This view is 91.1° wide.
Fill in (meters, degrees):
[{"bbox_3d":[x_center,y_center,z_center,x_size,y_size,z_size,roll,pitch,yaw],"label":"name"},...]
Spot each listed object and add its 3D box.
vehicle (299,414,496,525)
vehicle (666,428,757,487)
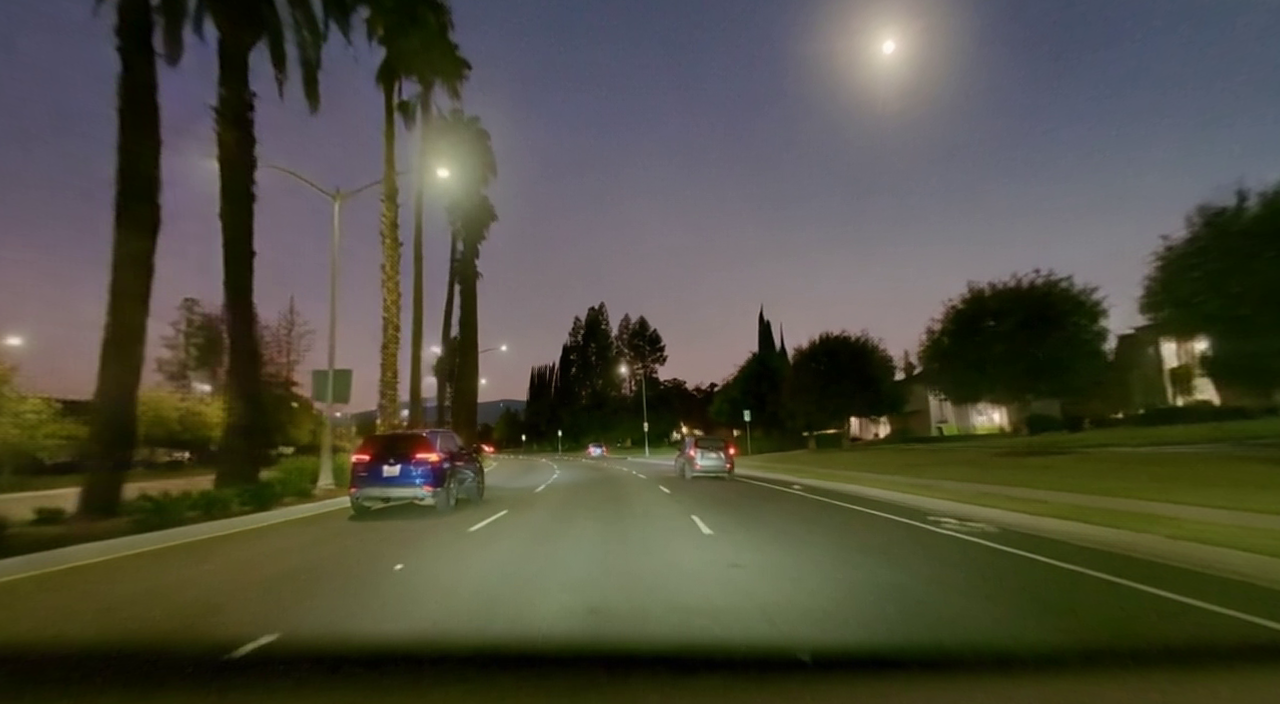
[{"bbox_3d":[-4.460,2.248,12.575,2.150,1.768,4.868,0,-8,-2],"label":"vehicle"},{"bbox_3d":[2.326,3.614,21.854,2.195,1.804,4.658,1,-8,-6],"label":"vehicle"}]
